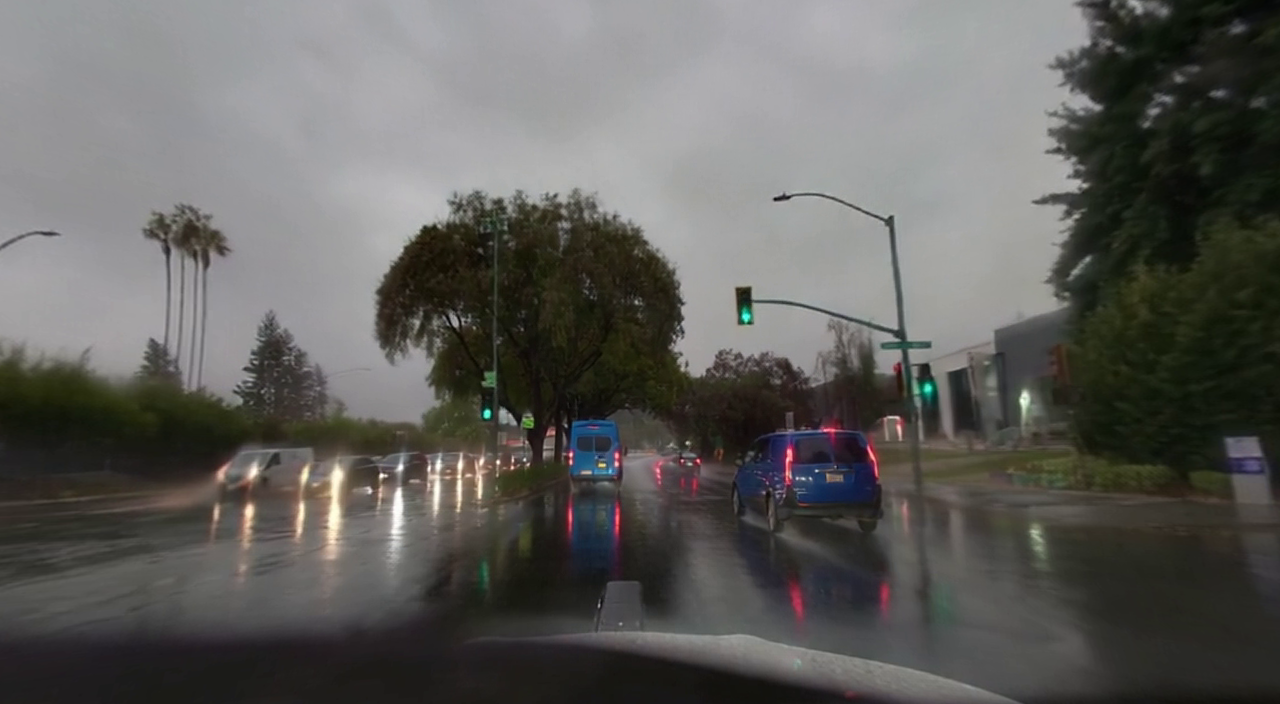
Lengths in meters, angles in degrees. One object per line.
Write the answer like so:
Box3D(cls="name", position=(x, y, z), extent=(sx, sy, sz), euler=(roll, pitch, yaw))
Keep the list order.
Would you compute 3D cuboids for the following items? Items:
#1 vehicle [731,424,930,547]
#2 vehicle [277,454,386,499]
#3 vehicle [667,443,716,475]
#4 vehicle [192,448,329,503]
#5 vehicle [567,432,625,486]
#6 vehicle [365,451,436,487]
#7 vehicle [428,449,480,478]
Box3D(cls="vehicle", position=(2.932, 2.156, 10.836), extent=(1.965, 1.671, 4.146), euler=(0, -9, -2))
Box3D(cls="vehicle", position=(-11.763, 4.756, 24.481), extent=(2.128, 1.496, 4.432), euler=(0, -9, -2))
Box3D(cls="vehicle", position=(2.799, 5.957, 35.468), extent=(2.248, 1.692, 4.252), euler=(0, -8, -2))
Box3D(cls="vehicle", position=(-15.561, 5.052, 26.450), extent=(2.299, 2.015, 5.743), euler=(0, -9, -2))
Box3D(cls="vehicle", position=(-1.746, 4.476, 26.699), extent=(2.228, 2.054, 4.309), euler=(0, -9, -1))
Box3D(cls="vehicle", position=(-11.781, 5.746, 31.408), extent=(1.956, 1.625, 4.123), euler=(0, -9, 0))
Box3D(cls="vehicle", position=(-11.591, 6.969, 39.640), extent=(1.988, 1.689, 4.047), euler=(0, -9, 0))
